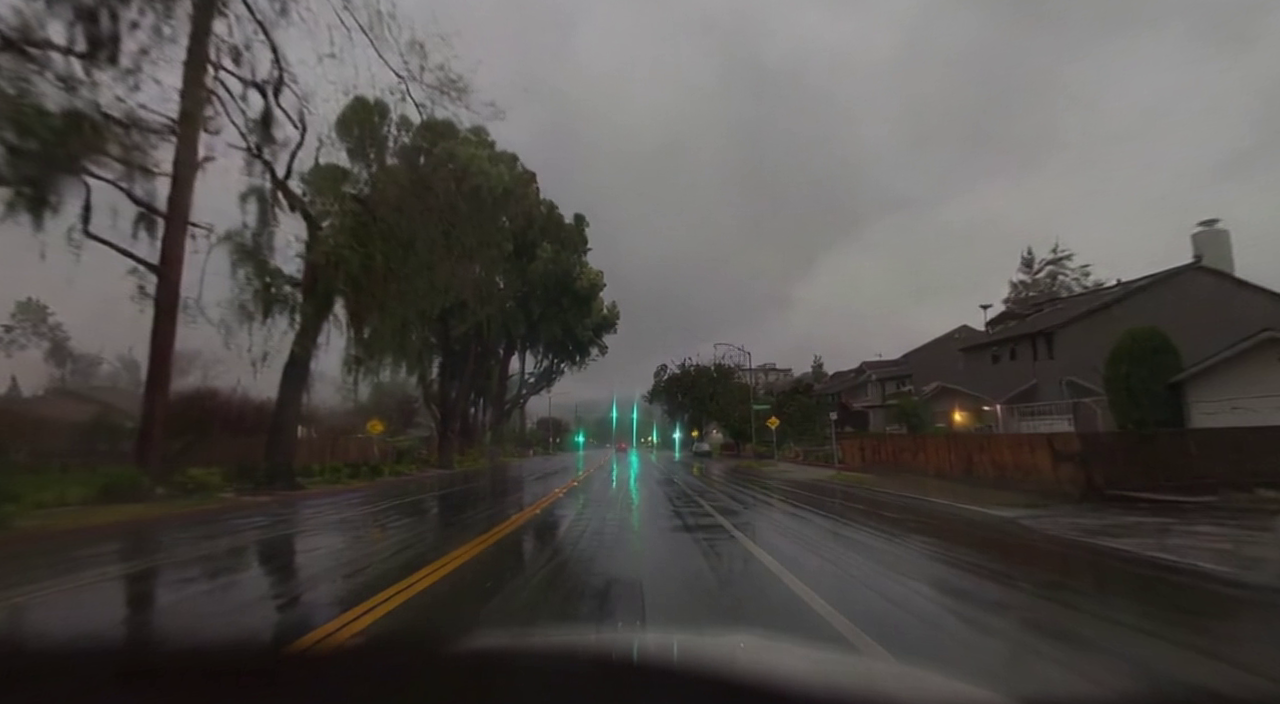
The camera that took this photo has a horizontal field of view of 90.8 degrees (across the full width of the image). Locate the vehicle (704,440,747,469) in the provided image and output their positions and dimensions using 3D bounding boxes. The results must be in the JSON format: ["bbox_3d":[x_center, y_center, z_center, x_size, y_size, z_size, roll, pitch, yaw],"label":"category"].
[{"bbox_3d":[6.254,7.563,46.772,2.396,2.004,4.943,0,-8,-1],"label":"vehicle"}]

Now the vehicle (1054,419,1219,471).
[{"bbox_3d":[20.455,3.860,26.230,4.832,1.850,2.294,-2,-9,0],"label":"vehicle"}]

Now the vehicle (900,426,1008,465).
[{"bbox_3d":[17.846,5.350,36.126,4.937,2.091,2.263,0,-8,2],"label":"vehicle"}]
